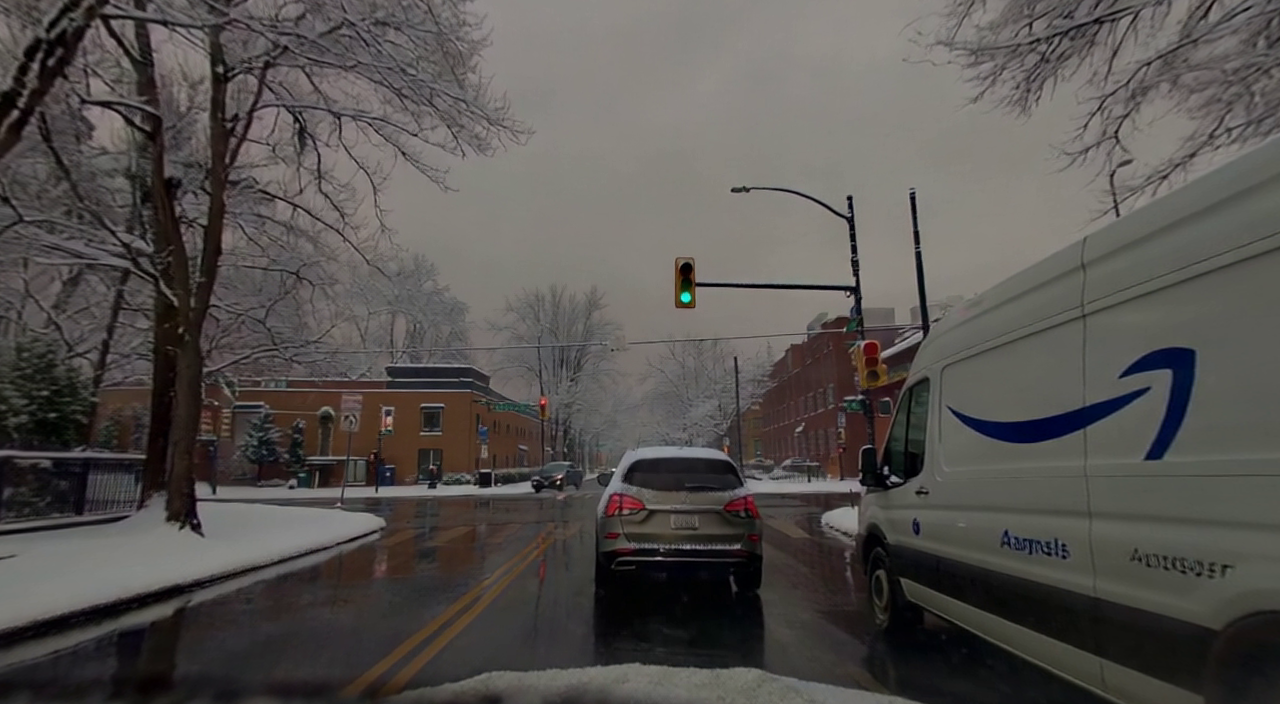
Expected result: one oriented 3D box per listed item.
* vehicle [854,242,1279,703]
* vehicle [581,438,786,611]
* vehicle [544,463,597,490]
[{"bbox_3d":[2.857,0.853,2.662,2.054,1.965,5.248,1,-11,0],"label":"vehicle"},{"bbox_3d":[0.350,1.999,7.931,1.961,1.629,3.610,1,-11,-2],"label":"vehicle"},{"bbox_3d":[-4.652,8.494,43.266,1.993,1.692,4.675,-2,-11,15],"label":"vehicle"}]
